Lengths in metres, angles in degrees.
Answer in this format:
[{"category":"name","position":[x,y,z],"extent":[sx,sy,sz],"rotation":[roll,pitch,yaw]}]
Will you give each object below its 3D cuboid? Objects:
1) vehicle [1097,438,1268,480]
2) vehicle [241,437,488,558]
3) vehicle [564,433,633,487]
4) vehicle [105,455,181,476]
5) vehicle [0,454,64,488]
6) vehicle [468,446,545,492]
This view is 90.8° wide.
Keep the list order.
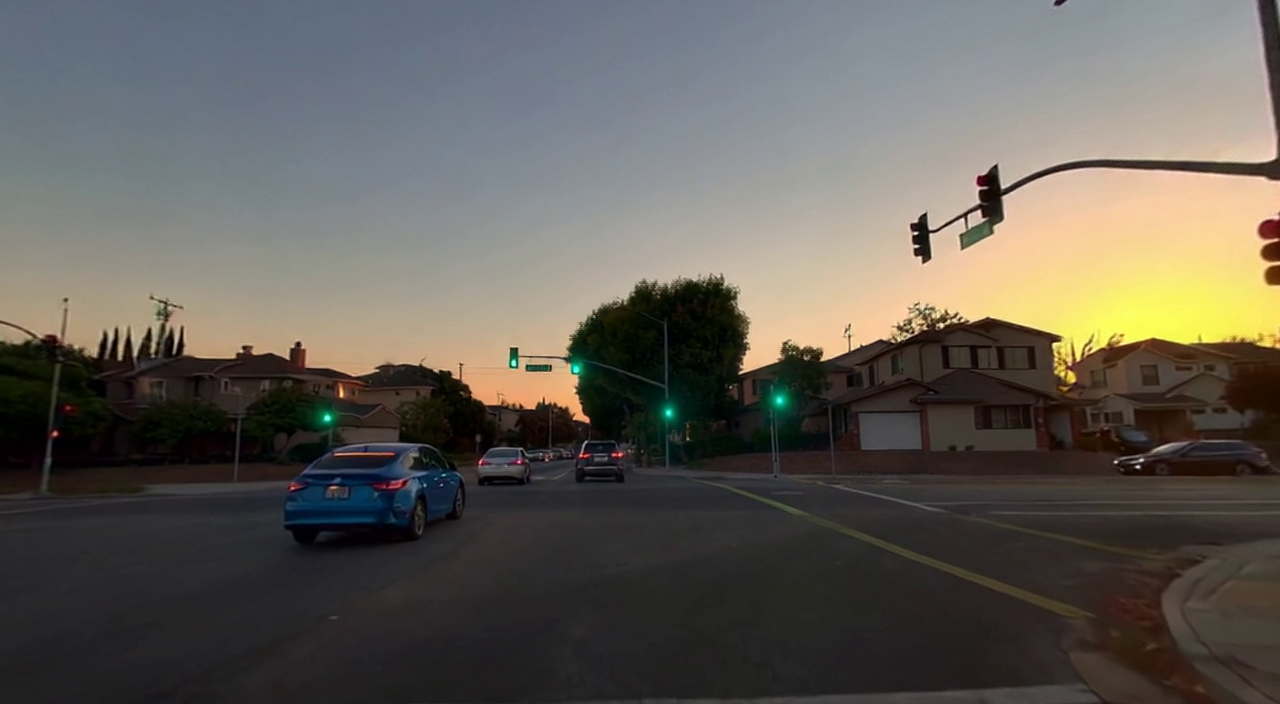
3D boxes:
[{"category":"vehicle","position":[20.081,3.974,23.611],"extent":[4.353,1.431,1.876],"rotation":[-2,-9,11]},{"category":"vehicle","position":[-4.017,2.176,10.323],"extent":[1.977,1.488,4.741],"rotation":[0,-8,-1]},{"category":"vehicle","position":[-1.581,4.118,24.430],"extent":[2.396,1.881,4.606],"rotation":[0,-8,-3]},{"category":"vehicle","position":[-37.310,8.518,47.565],"extent":[1.703,1.466,4.296],"rotation":[-2,-9,10]},{"category":"vehicle","position":[-33.085,6.217,33.304],"extent":[2.113,1.603,4.222],"rotation":[2,-9,-13]},{"category":"vehicle","position":[-4.655,4.099,22.658],"extent":[1.934,1.459,4.368],"rotation":[0,-8,-2]}]
